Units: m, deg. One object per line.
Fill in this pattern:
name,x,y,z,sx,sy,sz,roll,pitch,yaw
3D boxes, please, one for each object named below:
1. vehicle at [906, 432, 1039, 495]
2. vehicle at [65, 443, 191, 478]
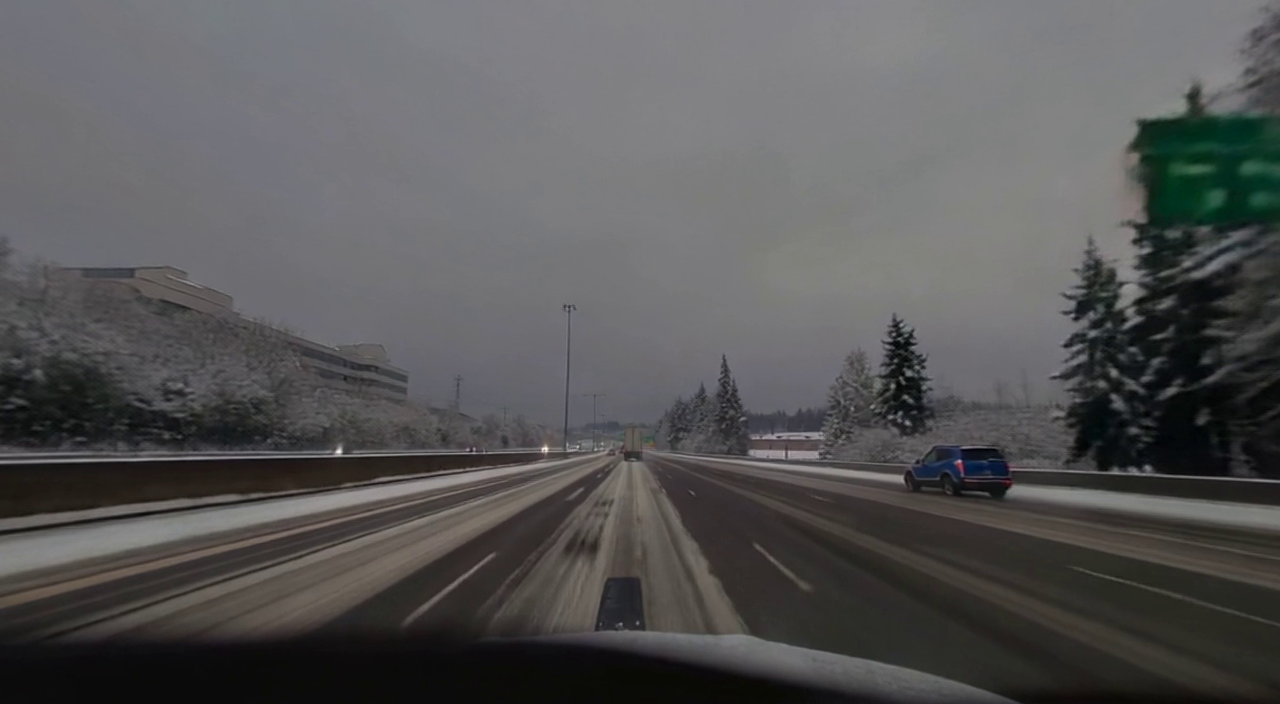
vehicle,13.588,4.574,26.347,2.411,2.326,5.300,0,-9,-3
vehicle,-23.895,5.081,29.750,1.966,1.494,4.762,0,-9,-1
